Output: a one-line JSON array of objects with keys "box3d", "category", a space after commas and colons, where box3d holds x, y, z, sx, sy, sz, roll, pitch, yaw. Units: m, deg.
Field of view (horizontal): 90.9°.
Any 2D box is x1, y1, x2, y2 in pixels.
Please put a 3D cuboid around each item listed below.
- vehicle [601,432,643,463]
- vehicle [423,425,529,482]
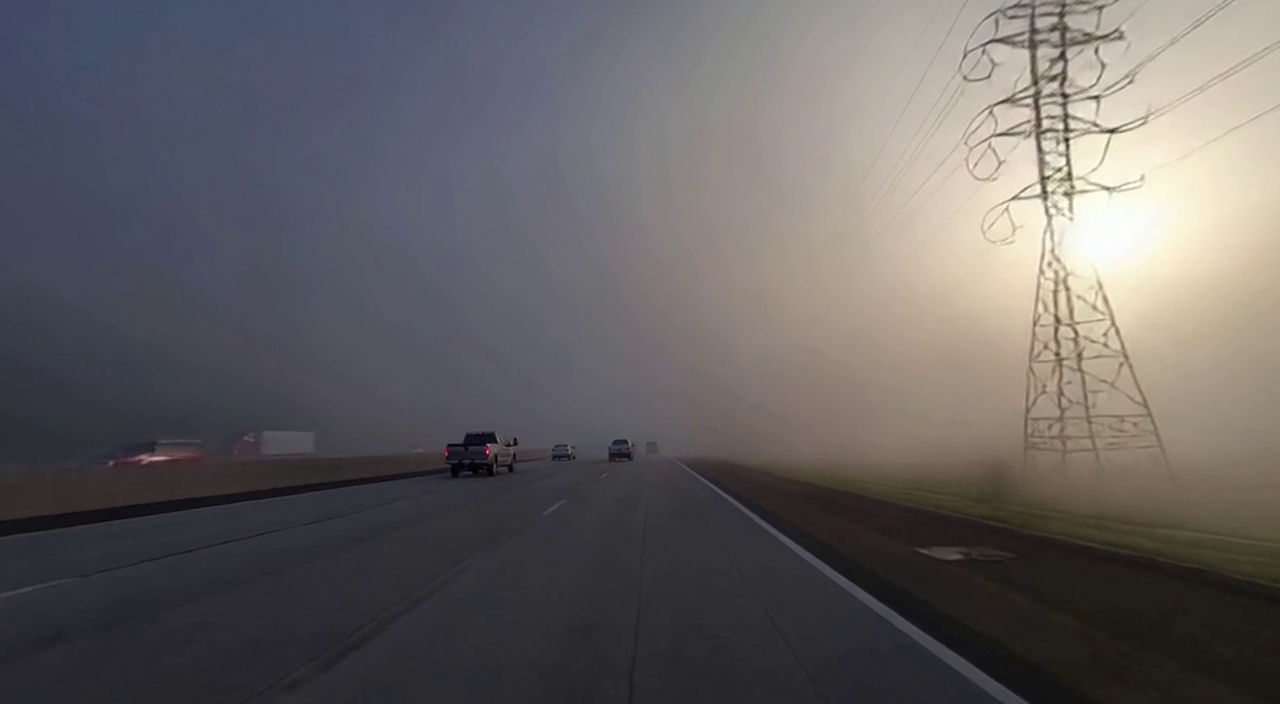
[{"box3d": [-1.176, 6.575, 43.504, 2.448, 2.025, 5.193, -1, -8, 3], "category": "vehicle"}, {"box3d": [-6.432, 4.079, 25.752, 2.460, 1.992, 6.474, -1, -8, 1], "category": "vehicle"}]
